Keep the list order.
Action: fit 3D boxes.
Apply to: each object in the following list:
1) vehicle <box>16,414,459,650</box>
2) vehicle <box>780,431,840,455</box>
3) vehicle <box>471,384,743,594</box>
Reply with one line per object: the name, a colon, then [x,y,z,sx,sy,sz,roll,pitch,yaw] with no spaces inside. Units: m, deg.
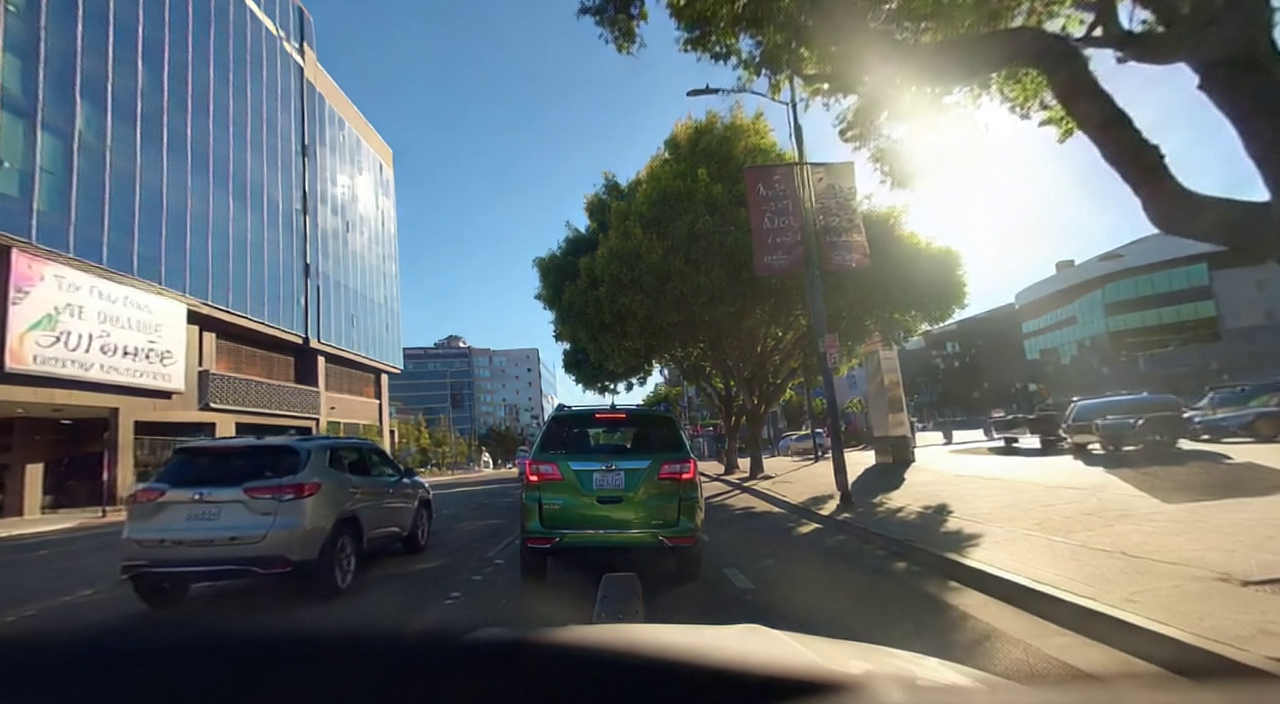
vehicle: [-3.552,1.623,6.855,1.971,1.658,4.428,0,-8,-2]
vehicle: [10.544,5.616,39.007,1.877,1.416,3.965,-8,-11,42]
vehicle: [-0.388,1.595,8.199,2.531,1.930,4.382,0,-8,-2]
